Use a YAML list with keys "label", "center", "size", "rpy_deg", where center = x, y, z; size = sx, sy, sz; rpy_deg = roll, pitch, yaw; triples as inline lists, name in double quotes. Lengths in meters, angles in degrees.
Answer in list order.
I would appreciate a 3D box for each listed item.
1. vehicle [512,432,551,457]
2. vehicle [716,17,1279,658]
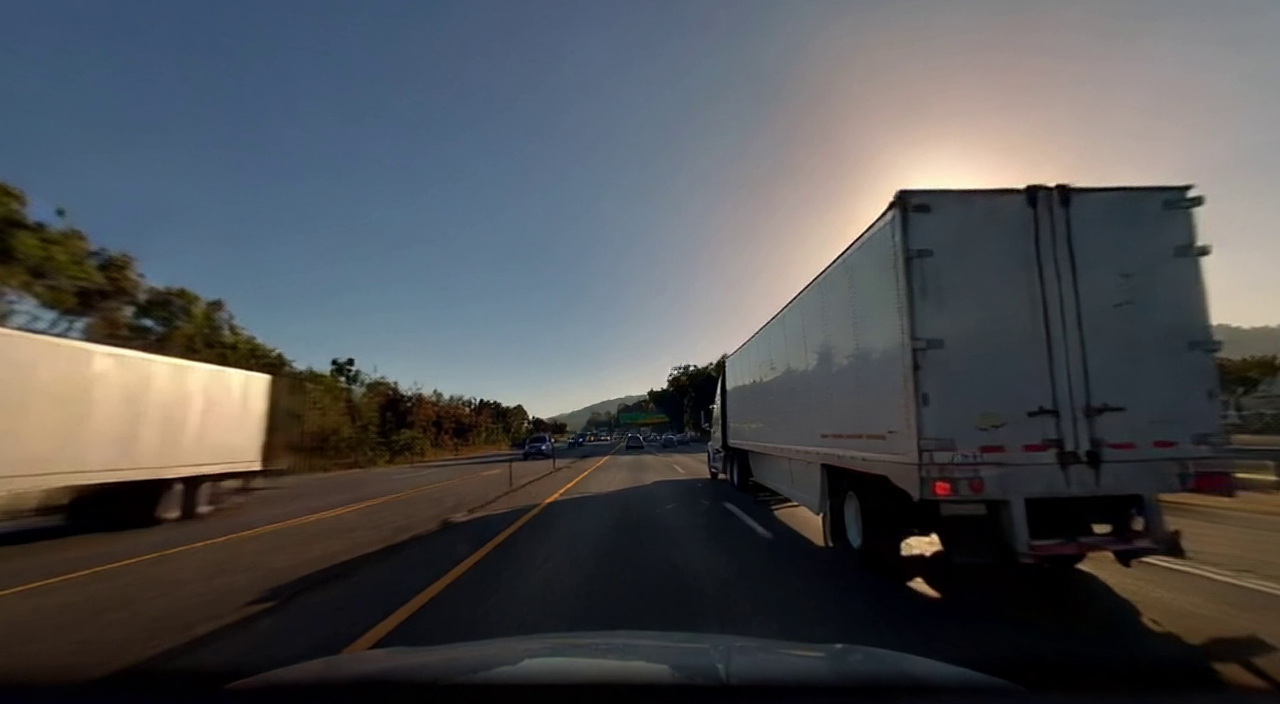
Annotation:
- label: "vehicle"
  center: [-8.385, 7.165, 49.094]
  size: [2.199, 1.816, 4.724]
  rpy_deg: [0, -8, 0]
- label: "vehicle"
  center: [3.773, 0.717, 10.755]
  size: [3.038, 3.975, 13.887]
  rpy_deg: [0, -8, -1]
